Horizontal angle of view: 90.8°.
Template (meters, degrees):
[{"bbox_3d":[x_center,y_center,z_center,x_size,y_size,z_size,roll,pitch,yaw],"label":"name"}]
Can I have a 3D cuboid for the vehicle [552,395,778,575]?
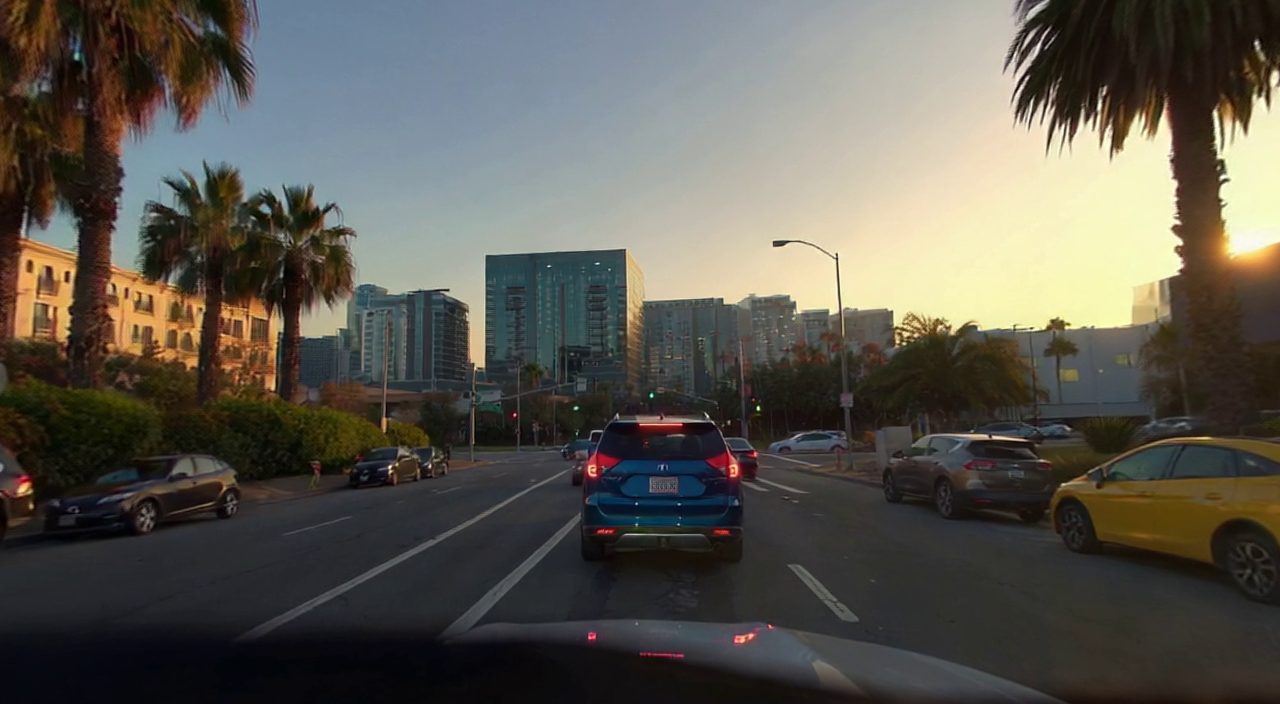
[{"bbox_3d":[0.266,1.653,8.564,2.264,1.798,4.258,0,-8,1],"label":"vehicle"}]

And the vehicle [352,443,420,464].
[{"bbox_3d":[-18.716,7.496,46.651,1.759,1.457,4.297,-7,-11,38],"label":"vehicle"}]

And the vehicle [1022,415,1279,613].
[{"bbox_3d":[6.446,1.601,6.927,1.935,1.672,4.139,0,-8,1],"label":"vehicle"}]

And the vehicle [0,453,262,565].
[{"bbox_3d":[-9.556,2.787,11.904,2.054,1.467,4.595,-4,-8,0],"label":"vehicle"}]

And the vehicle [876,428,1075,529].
[{"bbox_3d":[6.675,2.529,13.237,1.930,1.736,4.329,-1,-8,3],"label":"vehicle"}]
